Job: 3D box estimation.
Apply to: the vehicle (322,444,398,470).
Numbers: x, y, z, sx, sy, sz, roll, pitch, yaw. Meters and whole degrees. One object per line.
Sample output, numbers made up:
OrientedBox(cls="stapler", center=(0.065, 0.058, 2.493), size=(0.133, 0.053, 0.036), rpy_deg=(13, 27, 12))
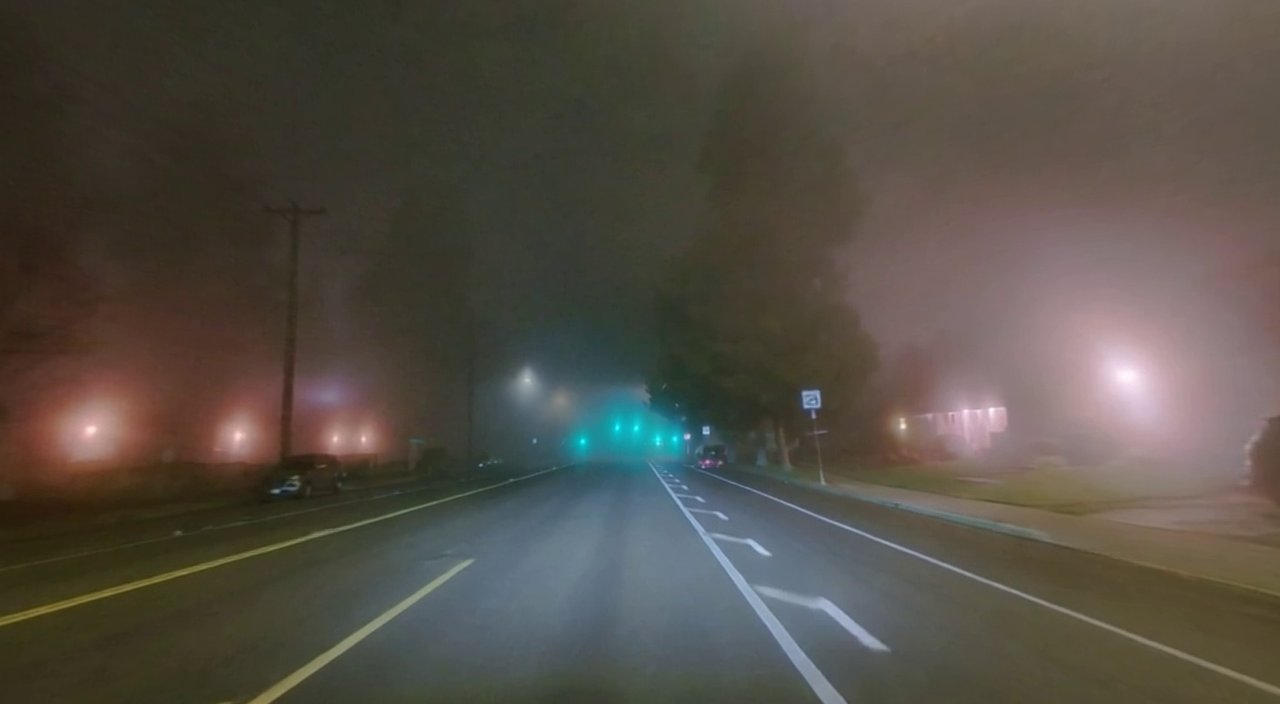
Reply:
OrientedBox(cls="vehicle", center=(-20.761, 7.784, 46.909), size=(4.615, 1.636, 2.052), rpy_deg=(2, -8, 4))

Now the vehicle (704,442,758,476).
OrientedBox(cls="vehicle", center=(4.406, 5.294, 31.319), size=(2.000, 1.520, 4.943), rpy_deg=(0, -10, 0))

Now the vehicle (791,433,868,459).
OrientedBox(cls="vehicle", center=(13.363, 6.683, 44.810), size=(4.852, 1.760, 1.999), rpy_deg=(0, -9, 4))

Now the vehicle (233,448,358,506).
OrientedBox(cls="vehicle", center=(-12.438, 4.475, 23.230), size=(2.034, 1.646, 4.808), rpy_deg=(-4, -7, -2))
